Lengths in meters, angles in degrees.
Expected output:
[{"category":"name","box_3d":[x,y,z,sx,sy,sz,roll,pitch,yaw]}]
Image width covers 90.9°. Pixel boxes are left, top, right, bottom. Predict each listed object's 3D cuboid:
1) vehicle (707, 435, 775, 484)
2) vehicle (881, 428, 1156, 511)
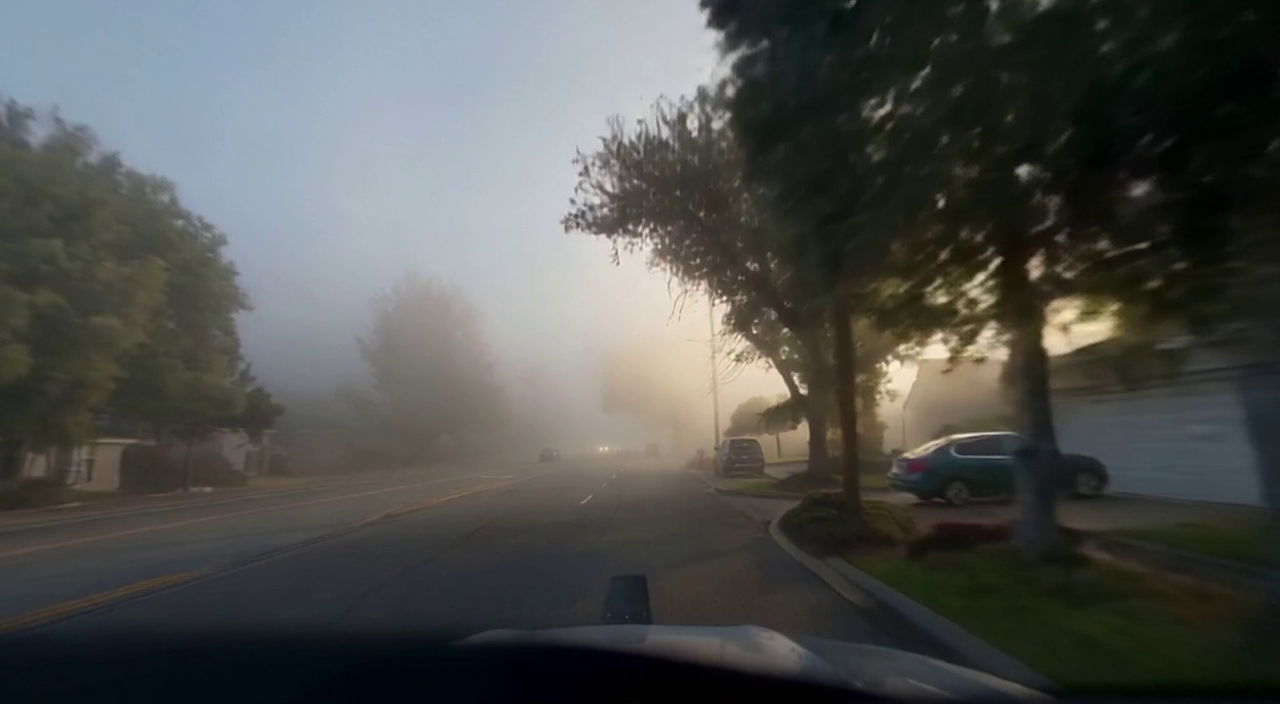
[{"category":"vehicle","box_3d":[4.314,4.672,27.768,2.228,1.885,4.854,1,-8,0]},{"category":"vehicle","box_3d":[7.967,2.507,13.658,4.719,1.556,1.869,1,-8,1]}]
